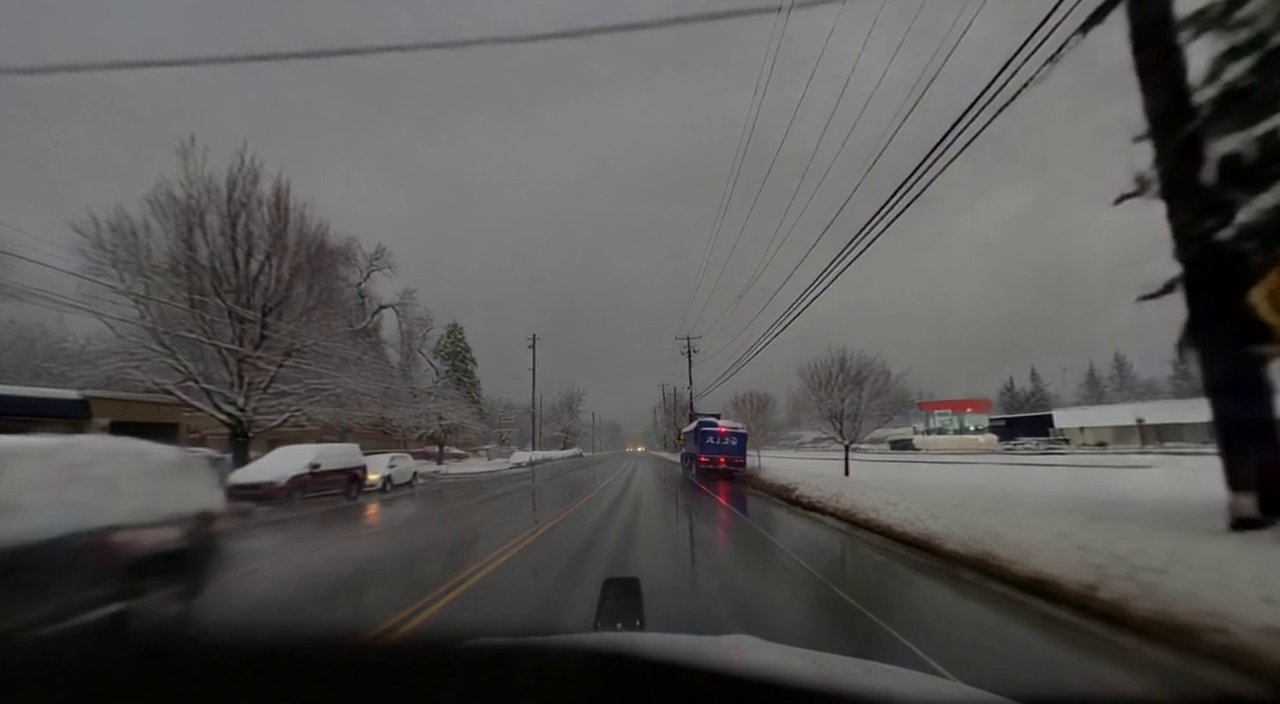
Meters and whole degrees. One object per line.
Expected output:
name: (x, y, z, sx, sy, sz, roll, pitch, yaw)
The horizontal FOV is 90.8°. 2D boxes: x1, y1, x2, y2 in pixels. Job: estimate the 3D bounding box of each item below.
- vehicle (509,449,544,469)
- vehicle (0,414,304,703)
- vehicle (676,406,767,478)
vehicle: (-8.582, 8.145, 48.240, 1.939, 1.480, 4.632, 0, -9, -2)
vehicle: (-3.992, 1.138, 3.441, 2.042, 1.530, 3.980, 0, -9, 1)
vehicle: (3.809, 4.649, 32.291, 3.168, 3.106, 9.350, 0, -9, -2)
